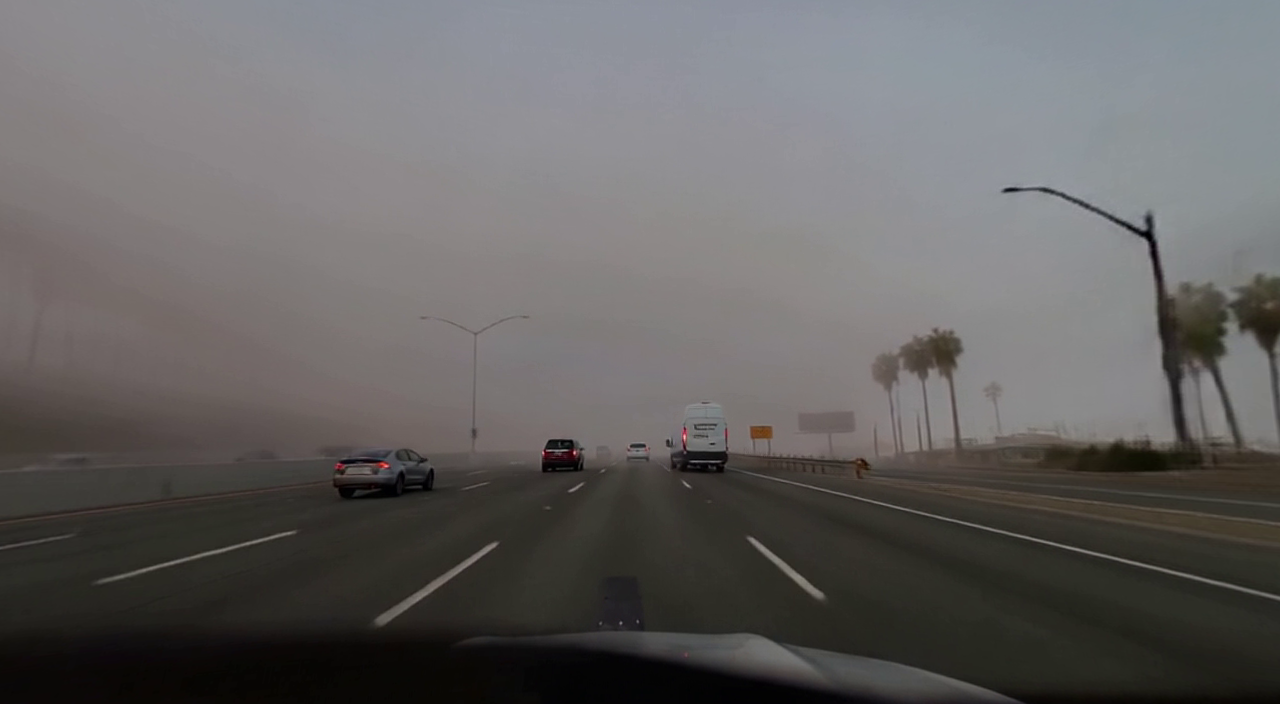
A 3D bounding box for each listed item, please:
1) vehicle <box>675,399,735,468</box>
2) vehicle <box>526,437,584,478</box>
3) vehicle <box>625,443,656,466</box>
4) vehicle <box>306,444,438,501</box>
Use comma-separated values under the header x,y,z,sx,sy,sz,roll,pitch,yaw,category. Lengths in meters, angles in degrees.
x,y,z,sx,sy,sz,roll,pitch,yaw,category
4.004,5.358,40.881,3.086,3.984,8.371,0,-9,1,vehicle
-3.718,4.711,28.192,2.017,1.683,4.094,0,-9,0,vehicle
0.029,7.207,44.412,2.085,1.507,4.096,0,-9,0,vehicle
-7.863,3.554,19.032,2.050,1.487,4.372,0,-9,0,vehicle
